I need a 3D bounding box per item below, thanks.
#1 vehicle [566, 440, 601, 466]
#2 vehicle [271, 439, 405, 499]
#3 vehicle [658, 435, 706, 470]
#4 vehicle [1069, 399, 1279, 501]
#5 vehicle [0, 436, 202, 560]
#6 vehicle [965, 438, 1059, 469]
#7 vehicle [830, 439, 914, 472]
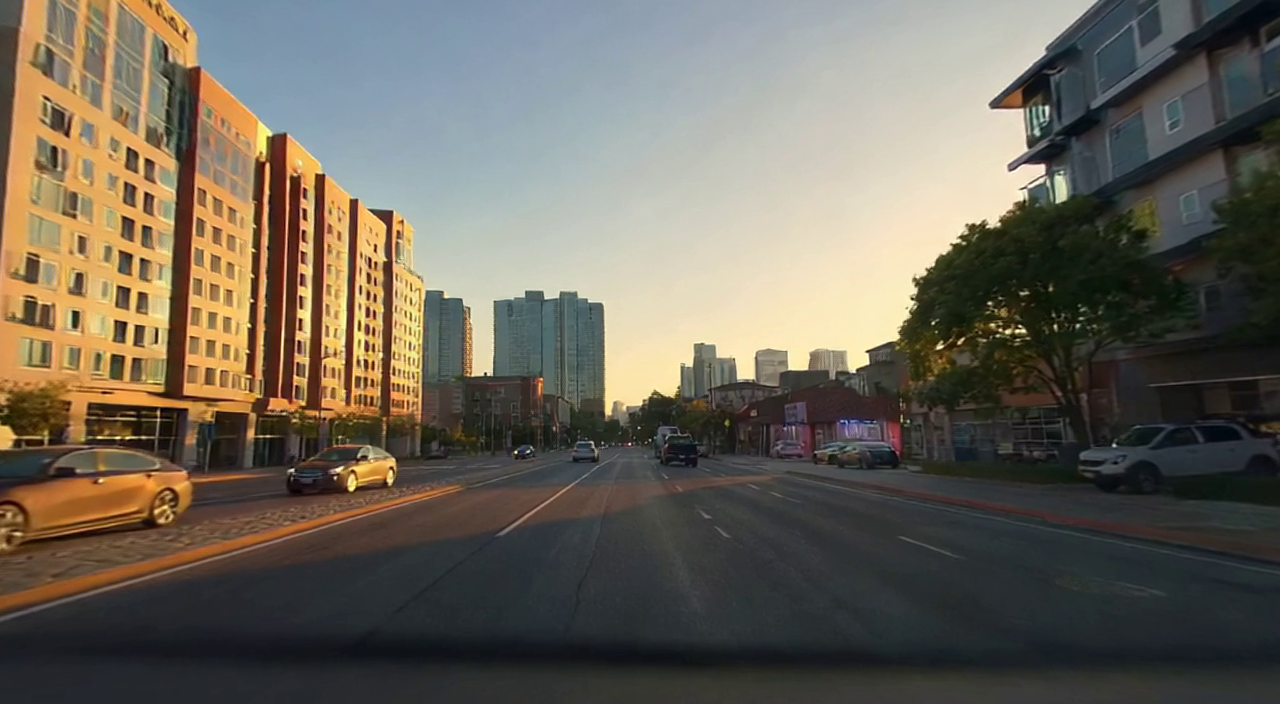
[{"bbox_3d":[-3.714,6.682,42.054,2.046,1.617,4.601,0,-8,-2],"label":"vehicle"},{"bbox_3d":[-8.872,3.456,19.073,1.969,1.489,4.522,-2,-8,-2],"label":"vehicle"},{"bbox_3d":[2.241,5.584,35.308,2.130,1.787,5.126,0,-8,-2],"label":"vehicle"},{"bbox_3d":[13.370,2.214,14.521,5.419,2.120,2.164,0,-8,-3],"label":"vehicle"},{"bbox_3d":[-8.707,2.003,9.043,1.923,1.482,4.273,-3,-8,-1],"label":"vehicle"},{"bbox_3d":[19.999,5.492,34.263,2.013,1.548,4.579,1,-9,-5],"label":"vehicle"},{"bbox_3d":[11.741,5.233,32.363,1.954,1.483,4.742,-2,-7,-7],"label":"vehicle"}]
